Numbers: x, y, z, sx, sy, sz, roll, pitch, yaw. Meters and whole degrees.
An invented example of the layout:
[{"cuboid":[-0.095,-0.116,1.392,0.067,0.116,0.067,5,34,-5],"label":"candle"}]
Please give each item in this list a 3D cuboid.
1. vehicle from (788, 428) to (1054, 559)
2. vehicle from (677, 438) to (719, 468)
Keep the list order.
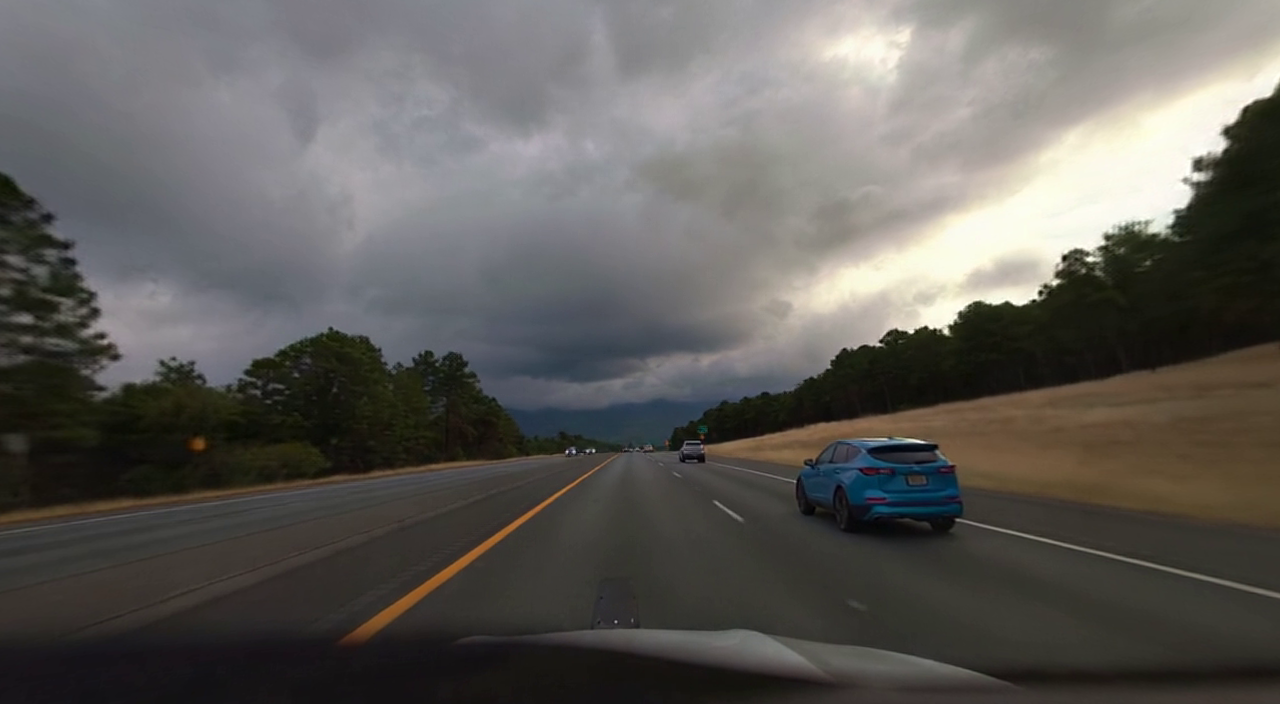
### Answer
[{"cuboid":[3.828,1.972,9.589,1.999,1.501,4.221,0,-8,-2],"label":"vehicle"},{"cuboid":[3.393,5.995,37.567,2.043,1.673,4.016,0,-8,-2],"label":"vehicle"}]
